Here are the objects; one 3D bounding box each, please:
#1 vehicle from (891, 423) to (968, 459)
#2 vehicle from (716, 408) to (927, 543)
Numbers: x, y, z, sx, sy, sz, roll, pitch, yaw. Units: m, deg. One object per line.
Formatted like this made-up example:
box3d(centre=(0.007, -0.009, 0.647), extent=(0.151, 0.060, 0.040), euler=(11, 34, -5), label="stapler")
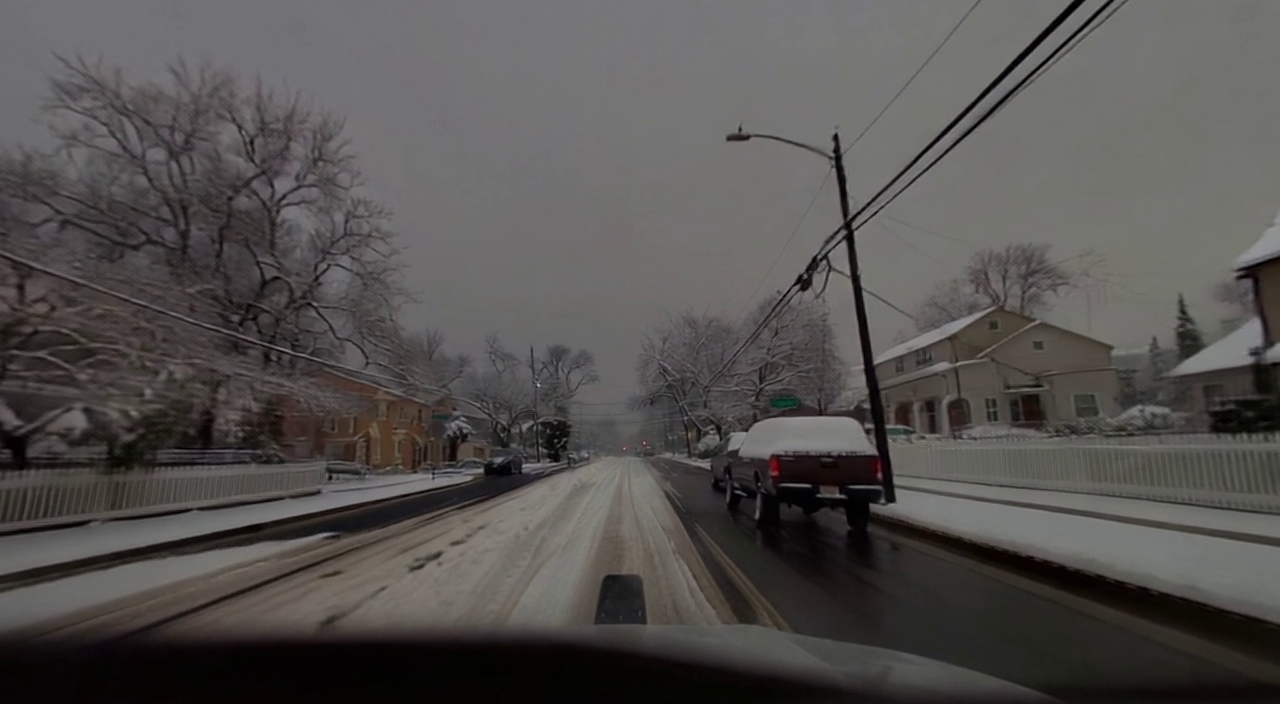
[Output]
box3d(centre=(22.237, 6.895, 48.708), extent=(4.736, 2.604, 2.339), euler=(0, -10, -1), label="vehicle")
box3d(centre=(2.724, 2.012, 10.904), extent=(2.126, 1.795, 4.751), euler=(0, -9, -1), label="vehicle")
